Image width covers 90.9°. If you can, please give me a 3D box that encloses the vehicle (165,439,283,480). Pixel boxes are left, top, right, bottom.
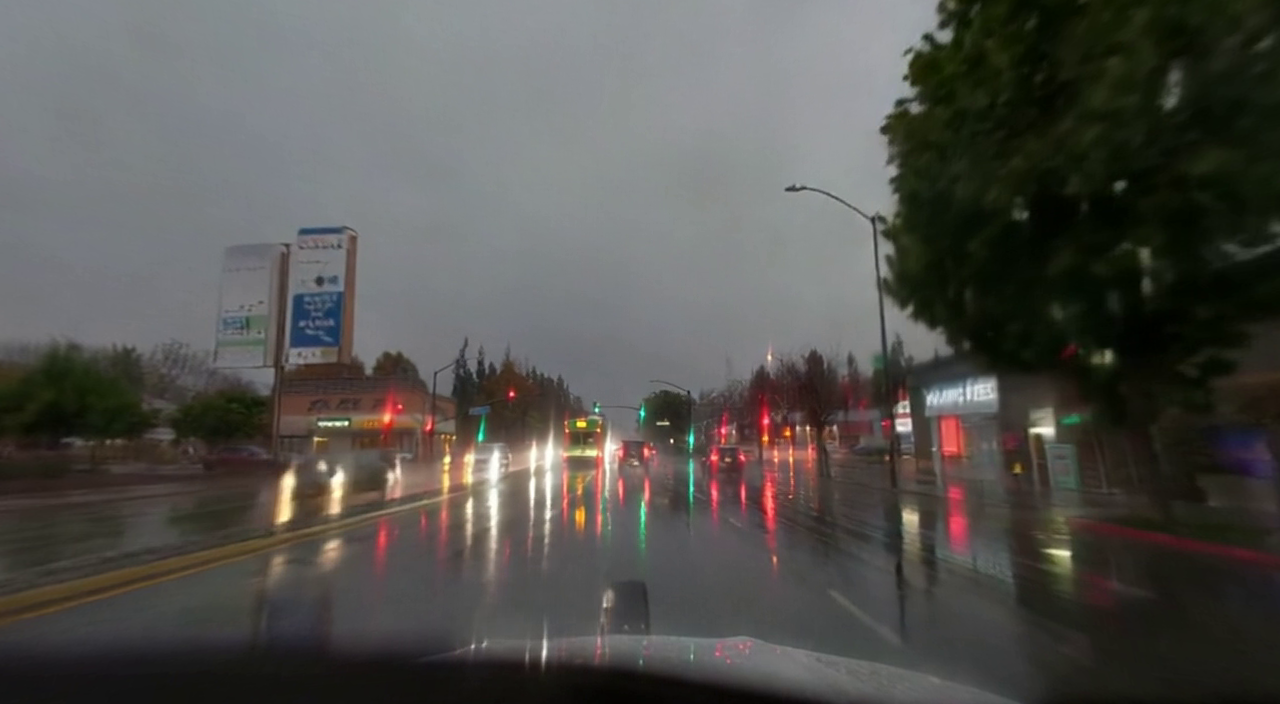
[{"bbox_3d":[-22.276,5.787,34.218,2.306,1.967,6.392,1,-9,-3],"label":"vehicle"}]

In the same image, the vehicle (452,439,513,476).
[{"bbox_3d":[-8.519,5.723,34.547,2.154,1.832,4.820,0,-8,-1],"label":"vehicle"}]

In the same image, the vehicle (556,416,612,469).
[{"bbox_3d":[-3.759,6.564,45.692,3.018,3.217,13.998,0,-8,-1],"label":"vehicle"}]

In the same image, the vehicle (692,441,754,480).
[{"bbox_3d":[3.478,4.666,27.304,2.046,1.540,3.883,0,-8,-2],"label":"vehicle"}]

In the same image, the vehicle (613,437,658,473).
[{"bbox_3d":[-0.289,5.634,34.775,2.301,1.837,4.411,0,-8,-2],"label":"vehicle"}]

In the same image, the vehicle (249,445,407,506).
[{"bbox_3d":[-8.386,3.321,17.495,2.228,1.476,4.162,0,-8,0],"label":"vehicle"}]
